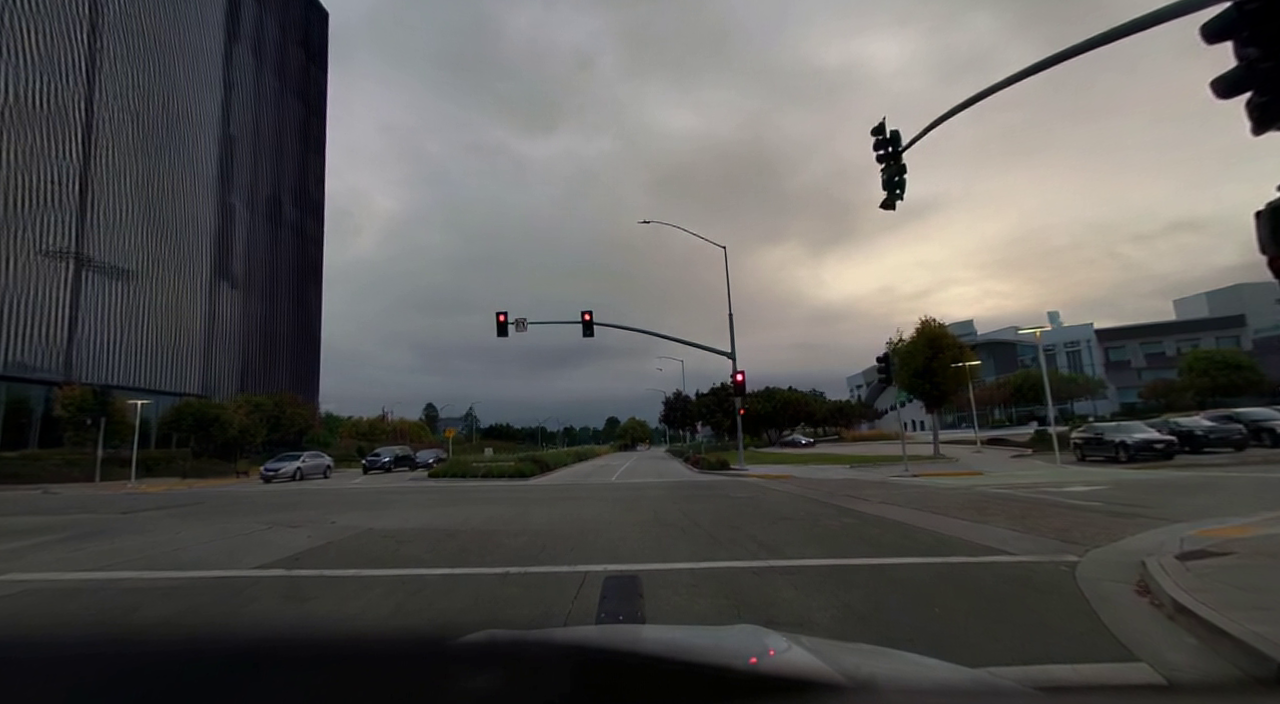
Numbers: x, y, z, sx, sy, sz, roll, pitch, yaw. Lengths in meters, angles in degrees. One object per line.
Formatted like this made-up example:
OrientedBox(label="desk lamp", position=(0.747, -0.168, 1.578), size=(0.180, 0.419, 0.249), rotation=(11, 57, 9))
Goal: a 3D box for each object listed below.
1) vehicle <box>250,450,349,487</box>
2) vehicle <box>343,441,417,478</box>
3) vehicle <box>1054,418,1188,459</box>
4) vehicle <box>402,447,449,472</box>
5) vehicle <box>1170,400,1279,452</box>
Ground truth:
OrientedBox(label="vehicle", position=(-14.859, 5.074, 27.806), size=(1.790, 1.437, 4.349), rotation=(0, -9, 2))
OrientedBox(label="vehicle", position=(-14.869, 6.155, 36.331), size=(2.091, 1.915, 5.040), rotation=(0, -9, 0))
OrientedBox(label="vehicle", position=(19.078, 3.499, 25.299), size=(1.834, 1.480, 4.458), rotation=(0, -9, -1))
OrientedBox(label="vehicle", position=(-15.142, 7.602, 44.706), size=(1.932, 1.605, 4.146), rotation=(0, -9, -1))
OrientedBox(label="vehicle", position=(24.402, 2.987, 25.018), size=(2.109, 1.836, 5.080), rotation=(-2, -9, 0))
